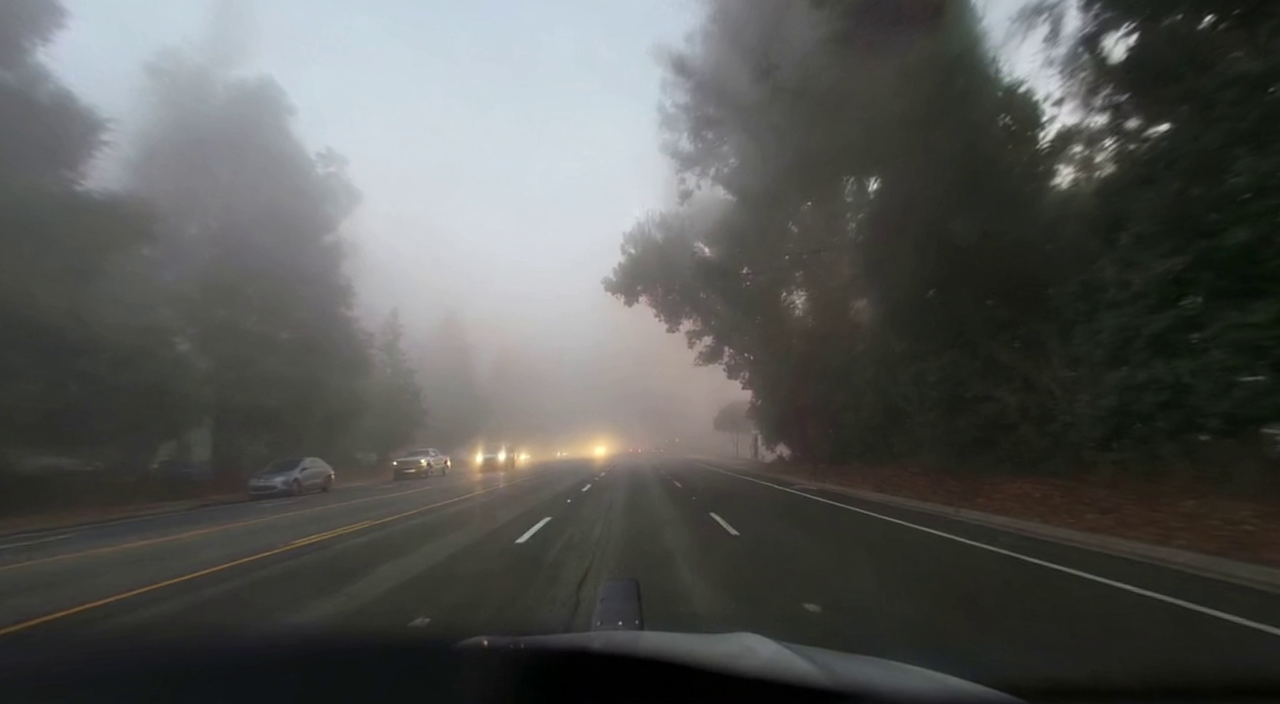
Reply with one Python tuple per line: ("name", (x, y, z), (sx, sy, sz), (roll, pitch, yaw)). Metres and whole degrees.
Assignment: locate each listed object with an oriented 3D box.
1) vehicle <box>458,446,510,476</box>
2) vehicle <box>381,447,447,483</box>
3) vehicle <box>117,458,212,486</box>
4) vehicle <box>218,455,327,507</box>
("vehicle", (-10.061, 7.086, 41.300), (2.110, 1.811, 5.190), (-1, -9, 0))
("vehicle", (-14.439, 7.201, 40.750), (2.251, 1.972, 5.672), (-4, -8, -1))
("vehicle", (-26.834, 6.760, 35.692), (4.284, 1.431, 1.878), (-3, -9, 14))
("vehicle", (-14.547, 5.080, 25.330), (2.054, 1.630, 4.211), (-4, -7, -3))
